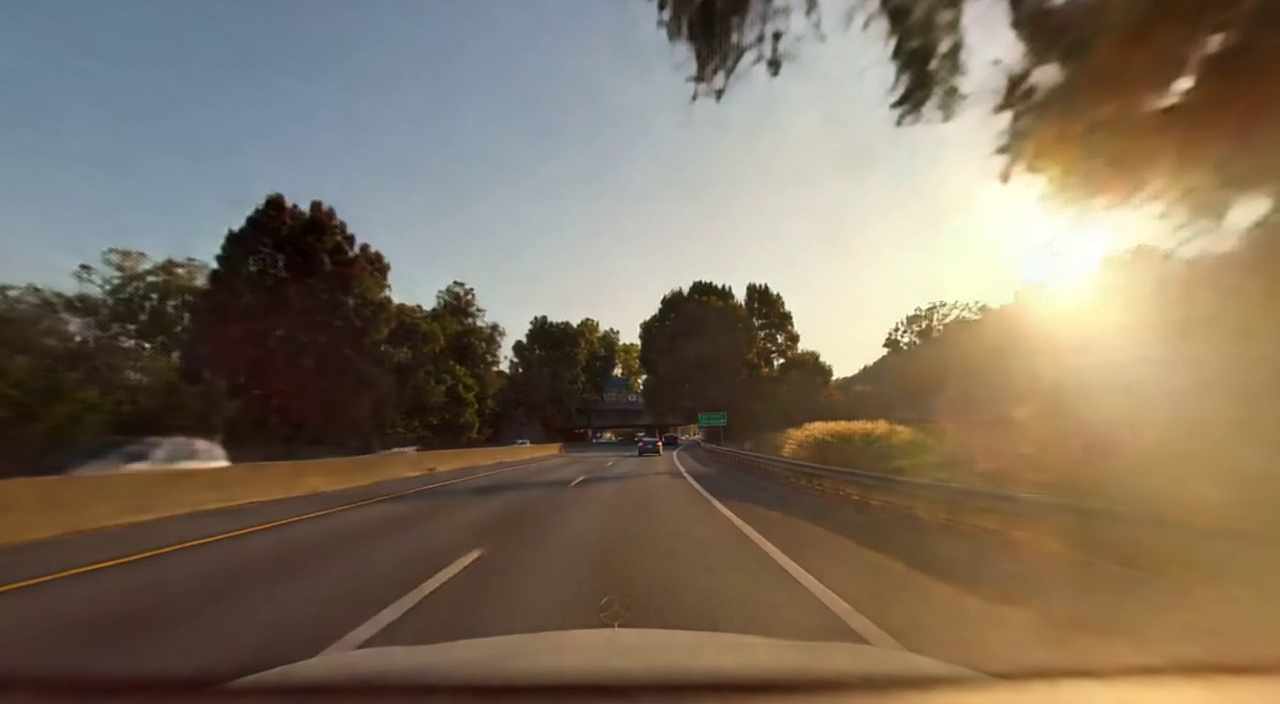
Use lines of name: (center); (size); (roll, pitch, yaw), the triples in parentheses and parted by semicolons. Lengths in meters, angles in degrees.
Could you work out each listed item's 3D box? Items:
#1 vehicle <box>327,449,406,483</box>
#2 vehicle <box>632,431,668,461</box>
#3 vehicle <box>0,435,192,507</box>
vehicle: (-13.017, 5.419, 30.236); (1.865, 1.444, 4.278); (0, -8, 0)
vehicle: (0.677, 6.134, 41.325); (2.188, 1.825, 4.282); (-1, -8, 1)
vehicle: (-17.243, 3.700, 20.200); (2.073, 2.006, 4.772); (-1, -8, 1)
